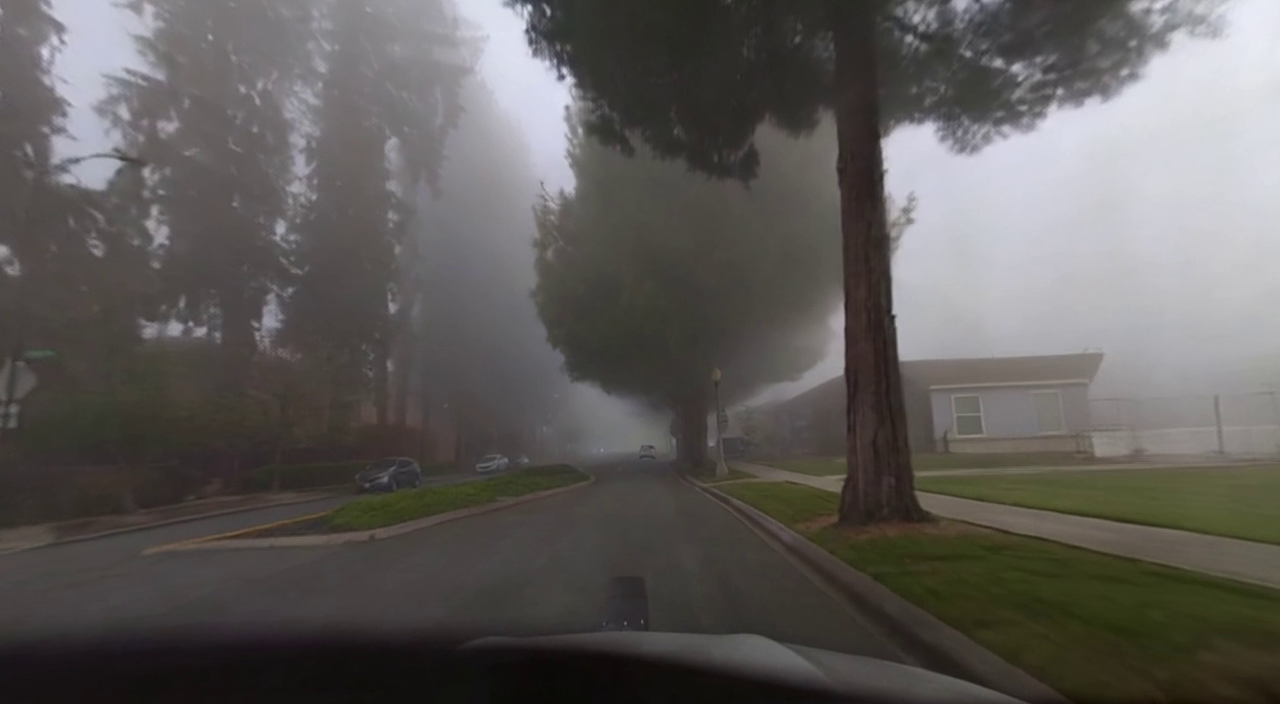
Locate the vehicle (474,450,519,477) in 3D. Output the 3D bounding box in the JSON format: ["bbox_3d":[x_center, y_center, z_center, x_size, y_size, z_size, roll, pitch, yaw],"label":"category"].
[{"bbox_3d":[-10.215,7.928,45.112,1.995,1.657,4.609,-2,-8,3],"label":"vehicle"}]

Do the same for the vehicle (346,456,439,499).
[{"bbox_3d":[-9.976,5.075,25.847,1.892,1.484,4.576,0,-9,1],"label":"vehicle"}]
